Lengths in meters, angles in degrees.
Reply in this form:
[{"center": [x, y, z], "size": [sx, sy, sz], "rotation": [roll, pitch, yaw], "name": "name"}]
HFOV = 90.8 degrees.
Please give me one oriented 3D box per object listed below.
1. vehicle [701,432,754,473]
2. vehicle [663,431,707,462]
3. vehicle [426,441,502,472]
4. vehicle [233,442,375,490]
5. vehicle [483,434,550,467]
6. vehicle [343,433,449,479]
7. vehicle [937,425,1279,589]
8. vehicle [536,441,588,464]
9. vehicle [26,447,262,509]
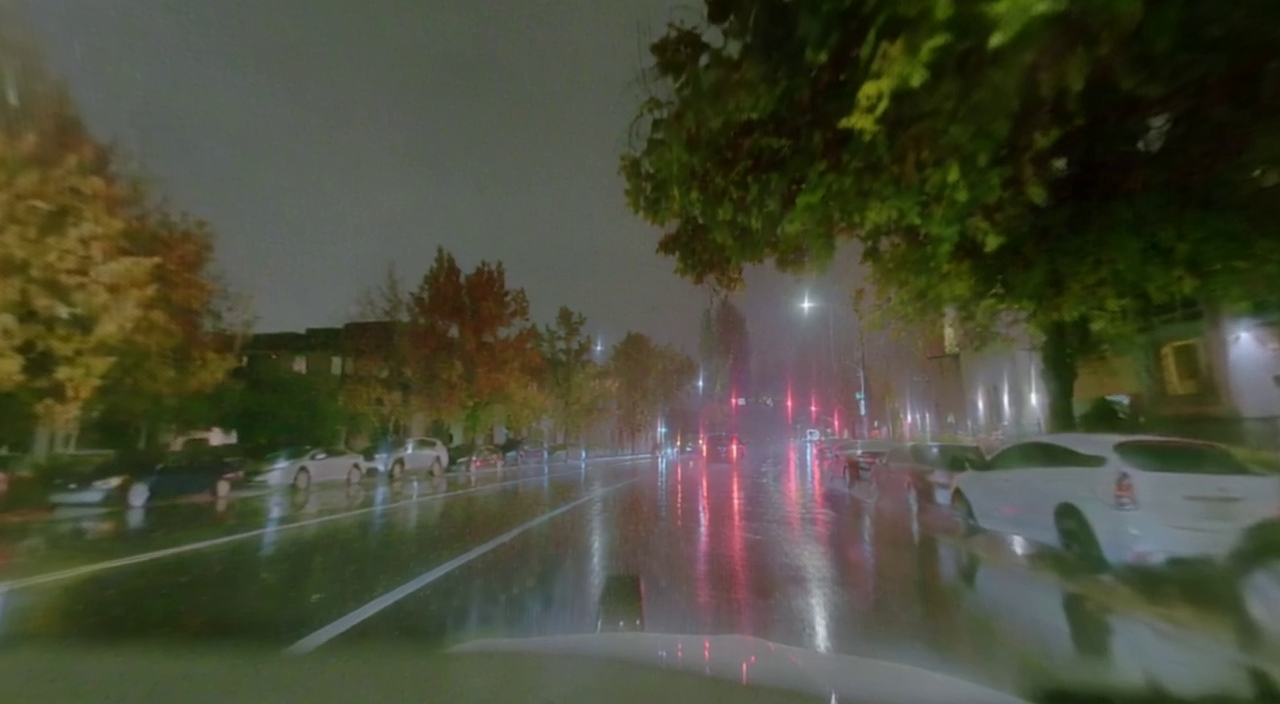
[{"center": [4.046, 4.507, 28.535], "size": [1.852, 1.680, 4.488], "rotation": [-2, -9, 14], "name": "vehicle"}, {"center": [2.883, 5.918, 39.557], "size": [1.877, 1.827, 4.298], "rotation": [-2, -9, 16], "name": "vehicle"}, {"center": [-9.015, 5.385, 32.796], "size": [1.809, 1.469, 4.485], "rotation": [-2, -8, 13], "name": "vehicle"}, {"center": [-11.449, 3.875, 21.987], "size": [1.880, 1.450, 4.627], "rotation": [-1, -8, 9], "name": "vehicle"}, {"center": [-7.387, 5.996, 38.486], "size": [2.115, 1.853, 4.745], "rotation": [-2, -9, 15], "name": "vehicle"}, {"center": [-10.291, 4.428, 27.141], "size": [1.977, 1.761, 4.990], "rotation": [-1, -8, 8], "name": "vehicle"}, {"center": [5.544, 1.765, 8.034], "size": [1.841, 1.545, 3.813], "rotation": [0, -8, 4], "name": "vehicle"}, {"center": [-5.396, 7.006, 44.246], "size": [1.782, 1.472, 4.744], "rotation": [-3, -9, 18], "name": "vehicle"}, {"center": [-12.258, 3.101, 16.154], "size": [1.893, 1.310, 4.719], "rotation": [-1, -8, 6], "name": "vehicle"}]
